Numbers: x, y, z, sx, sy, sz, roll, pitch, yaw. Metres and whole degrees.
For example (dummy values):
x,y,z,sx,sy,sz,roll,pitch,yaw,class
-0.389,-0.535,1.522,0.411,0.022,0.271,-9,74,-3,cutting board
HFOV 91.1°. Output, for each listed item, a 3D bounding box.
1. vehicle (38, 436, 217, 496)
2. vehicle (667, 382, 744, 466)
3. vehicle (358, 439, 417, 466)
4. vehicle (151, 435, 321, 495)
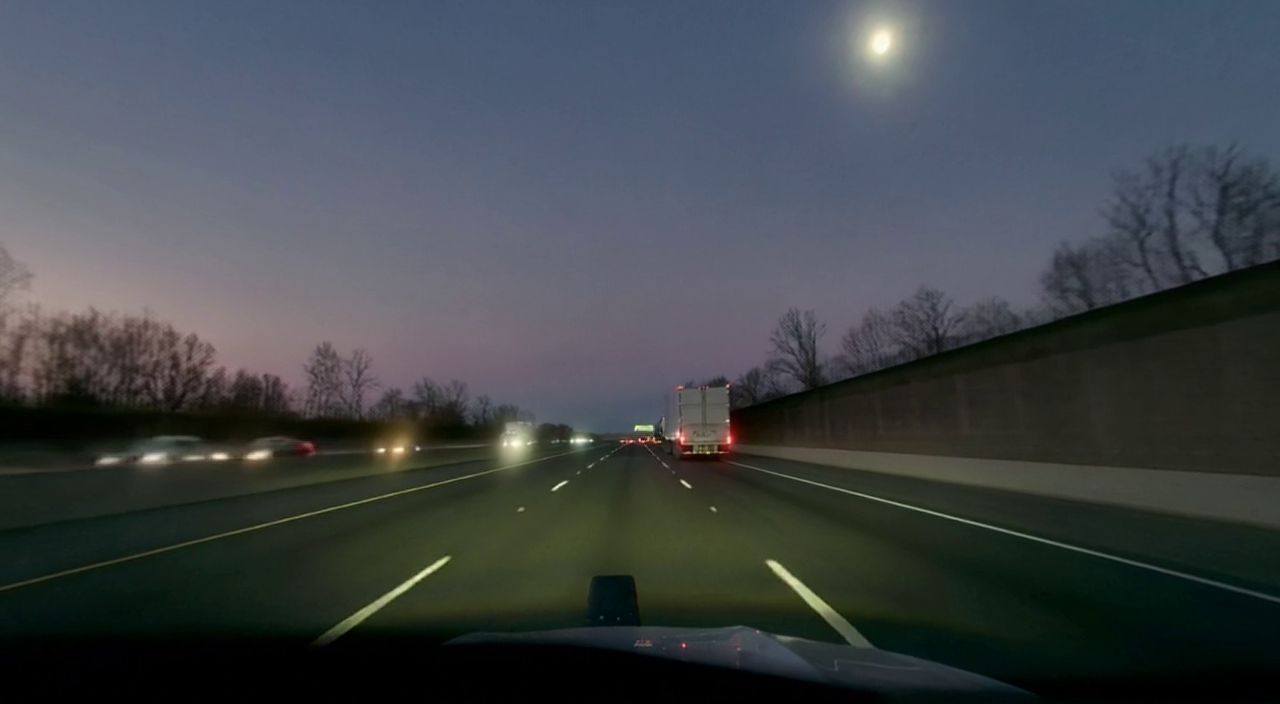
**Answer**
x,y,z,sx,sy,sz,roll,pitch,yaw,class
-15.676,3.454,19.637,1.905,1.641,4.417,0,-8,-1,vehicle
3.552,4.548,38.830,2.979,4.161,15.508,0,-7,-1,vehicle
-15.789,6.268,39.547,1.861,1.556,4.536,0,-8,0,vehicle
-11.971,3.315,19.143,1.993,1.570,4.855,0,-8,-1,vehicle
